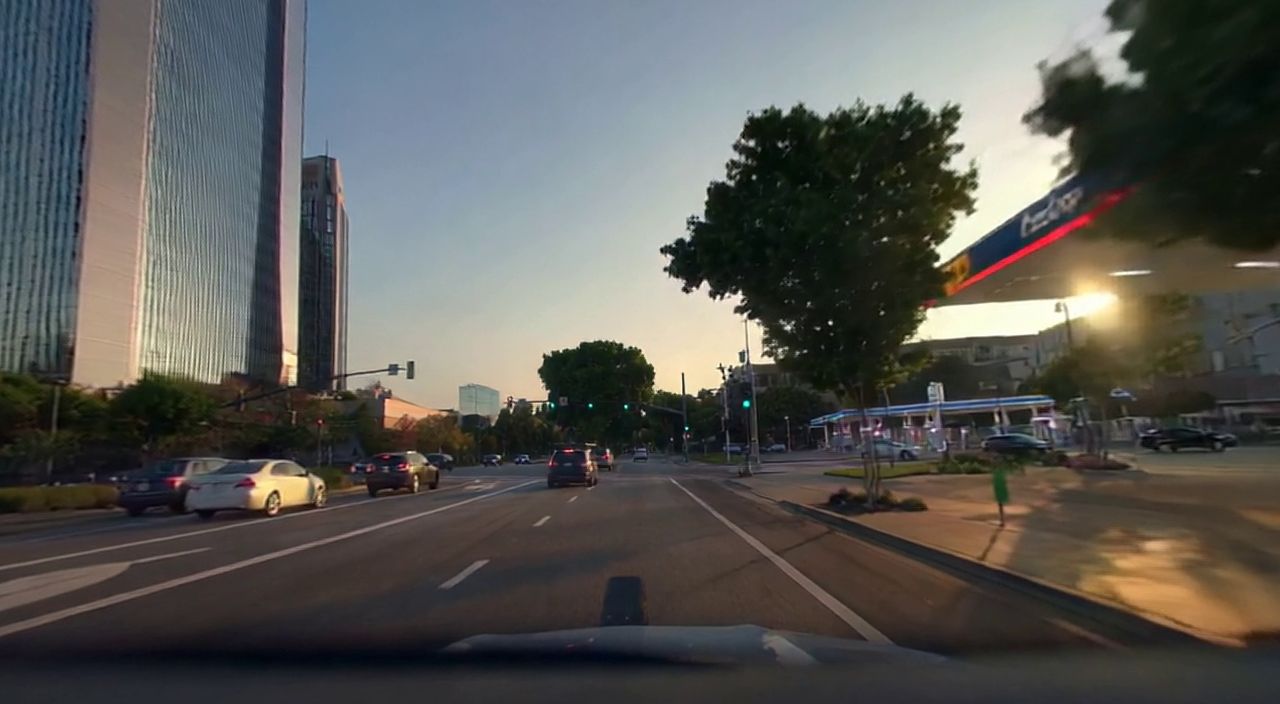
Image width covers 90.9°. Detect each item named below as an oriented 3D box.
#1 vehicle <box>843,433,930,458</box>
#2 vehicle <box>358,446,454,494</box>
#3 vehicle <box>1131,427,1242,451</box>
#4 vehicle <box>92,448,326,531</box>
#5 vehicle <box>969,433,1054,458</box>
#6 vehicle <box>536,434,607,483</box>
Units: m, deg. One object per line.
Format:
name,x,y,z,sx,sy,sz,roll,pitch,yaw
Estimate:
vehicle,18.060,6.869,46.214,5.708,1.585,2.070,-4,-6,24
vehicle,-9.148,4.615,25.116,2.068,1.659,4.509,-1,-8,1
vehicle,34.905,5.594,40.431,4.849,1.399,2.057,-2,-9,17
vehicle,-9.460,3.000,14.485,1.965,1.541,4.718,-1,-8,1
vehicle,25.580,6.468,43.610,4.700,1.579,1.823,-4,-9,19
vehicle,-3.153,5.110,30.592,2.602,2.091,6.347,-1,-8,2
